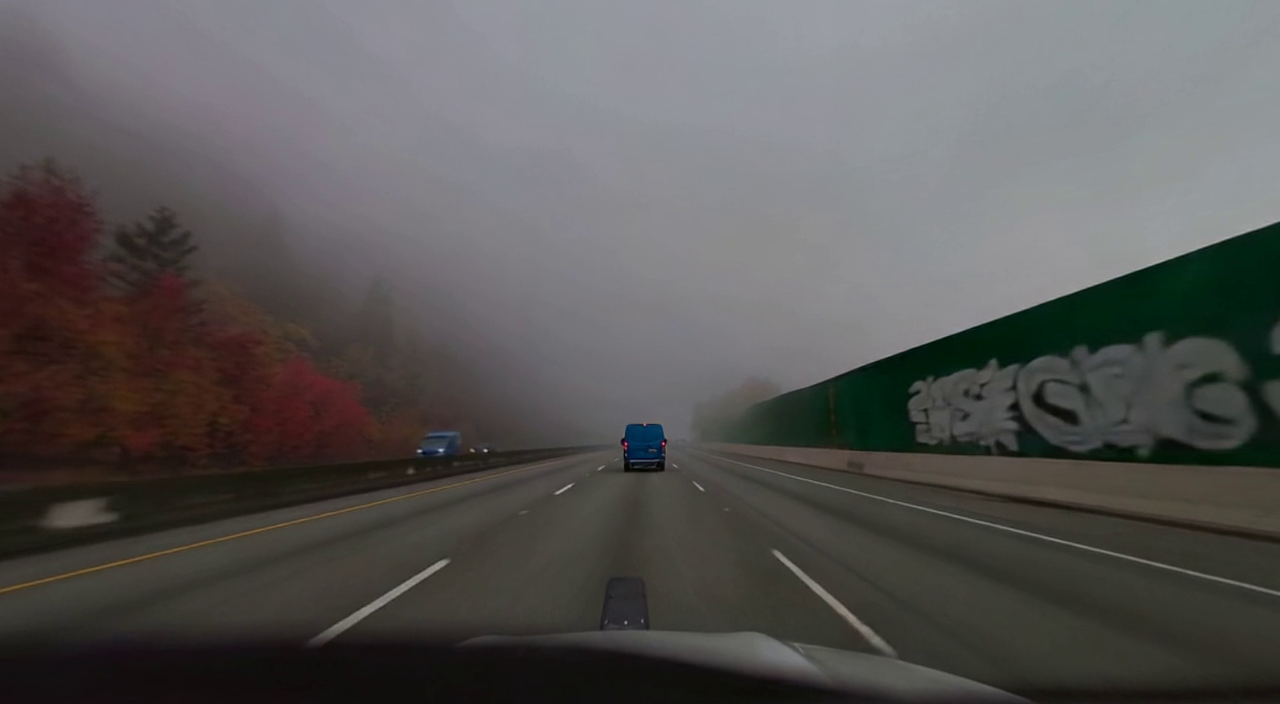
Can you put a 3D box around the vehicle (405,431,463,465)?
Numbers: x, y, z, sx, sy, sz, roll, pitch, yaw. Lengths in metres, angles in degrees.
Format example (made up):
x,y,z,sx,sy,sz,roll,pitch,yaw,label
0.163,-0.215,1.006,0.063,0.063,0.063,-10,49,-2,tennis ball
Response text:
x,y,z,sx,sy,sz,roll,pitch,yaw,label
-16.241,7.596,49.880,2.401,2.471,5.918,0,-8,2,vehicle

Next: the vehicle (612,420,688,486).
x,y,z,sx,sy,sz,roll,pitch,yaw,label
0.291,3.335,21.076,2.283,1.956,4.421,0,-8,0,vehicle
